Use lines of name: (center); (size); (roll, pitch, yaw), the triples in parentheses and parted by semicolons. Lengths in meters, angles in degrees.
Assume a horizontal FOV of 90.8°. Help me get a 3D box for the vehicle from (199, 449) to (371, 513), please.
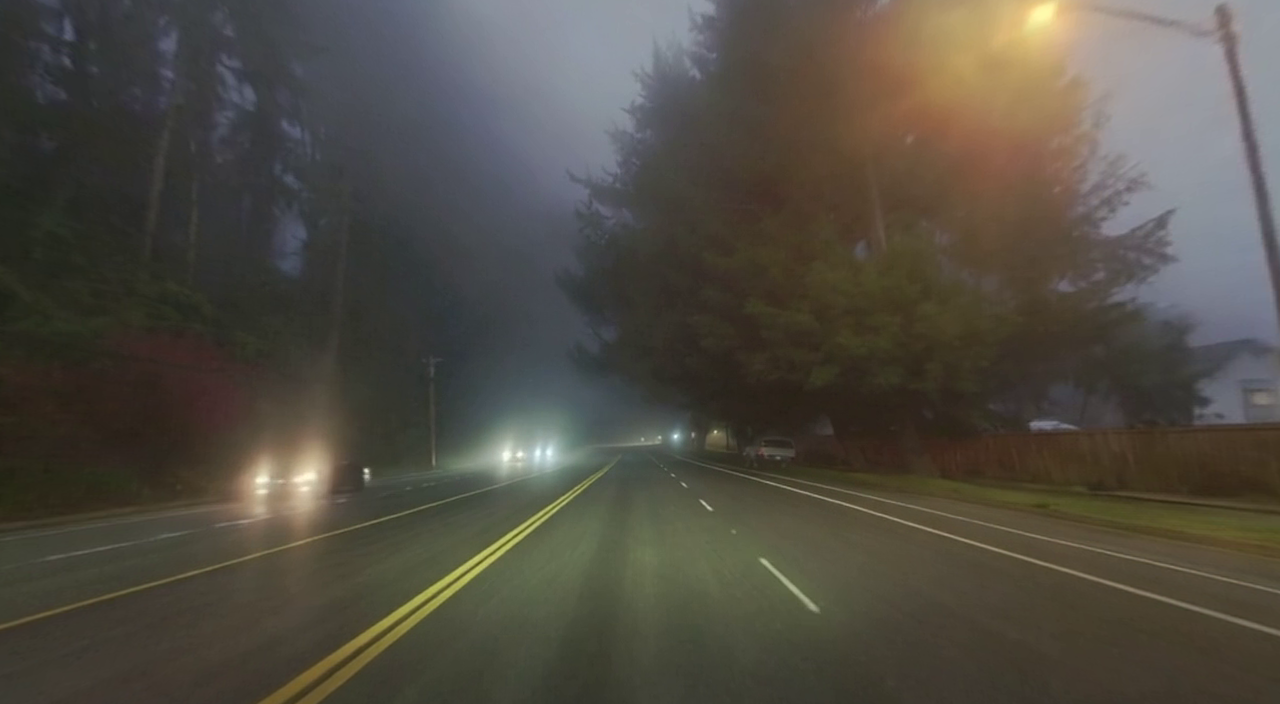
vehicle: (-9.562, 3.479, 17.590); (2.061, 1.490, 4.637); (0, -8, 1)

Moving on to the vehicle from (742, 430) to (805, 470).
vehicle: (7.533, 5.632, 36.437); (2.278, 2.079, 5.861); (0, -8, -1)

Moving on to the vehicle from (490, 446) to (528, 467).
vehicle: (-10.010, 8.045, 48.660); (1.958, 1.524, 4.314); (0, -8, 0)

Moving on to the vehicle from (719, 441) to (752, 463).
vehicle: (7.494, 7.899, 49.921); (1.965, 1.623, 4.096); (0, -9, 1)
